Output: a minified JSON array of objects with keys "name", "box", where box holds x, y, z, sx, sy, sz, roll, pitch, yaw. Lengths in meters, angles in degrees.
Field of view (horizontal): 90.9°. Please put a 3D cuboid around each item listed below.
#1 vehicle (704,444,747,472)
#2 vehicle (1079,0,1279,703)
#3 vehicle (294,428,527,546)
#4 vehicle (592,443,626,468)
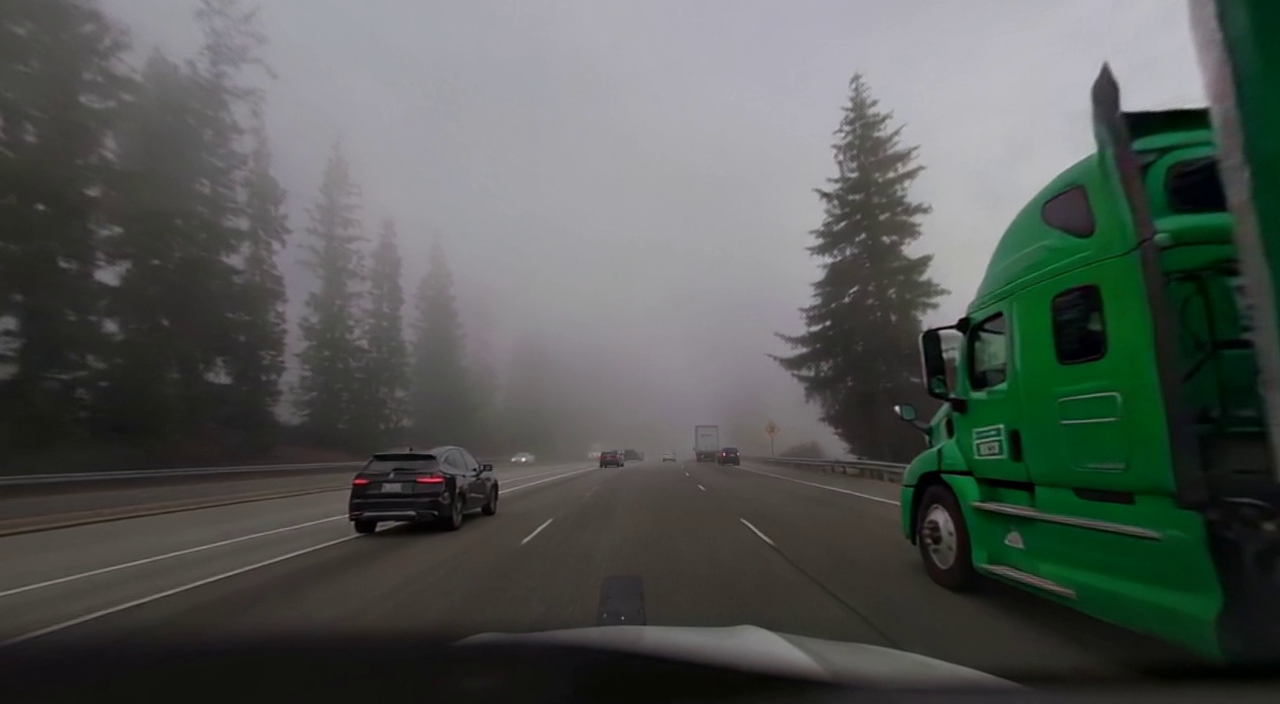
[{"name":"vehicle","box":[5.190,6.490,38.705,2.176,1.598,3.878,0,-9,1]},{"name":"vehicle","box":[4.446,-0.316,1.098,2.976,3.886,5.835,0,-9,1]},{"name":"vehicle","box":[-3.434,2.144,10.687,2.085,1.530,4.809,0,-9,1]},{"name":"vehicle","box":[-2.169,7.425,45.140,2.017,1.683,4.309,0,-9,3]}]
